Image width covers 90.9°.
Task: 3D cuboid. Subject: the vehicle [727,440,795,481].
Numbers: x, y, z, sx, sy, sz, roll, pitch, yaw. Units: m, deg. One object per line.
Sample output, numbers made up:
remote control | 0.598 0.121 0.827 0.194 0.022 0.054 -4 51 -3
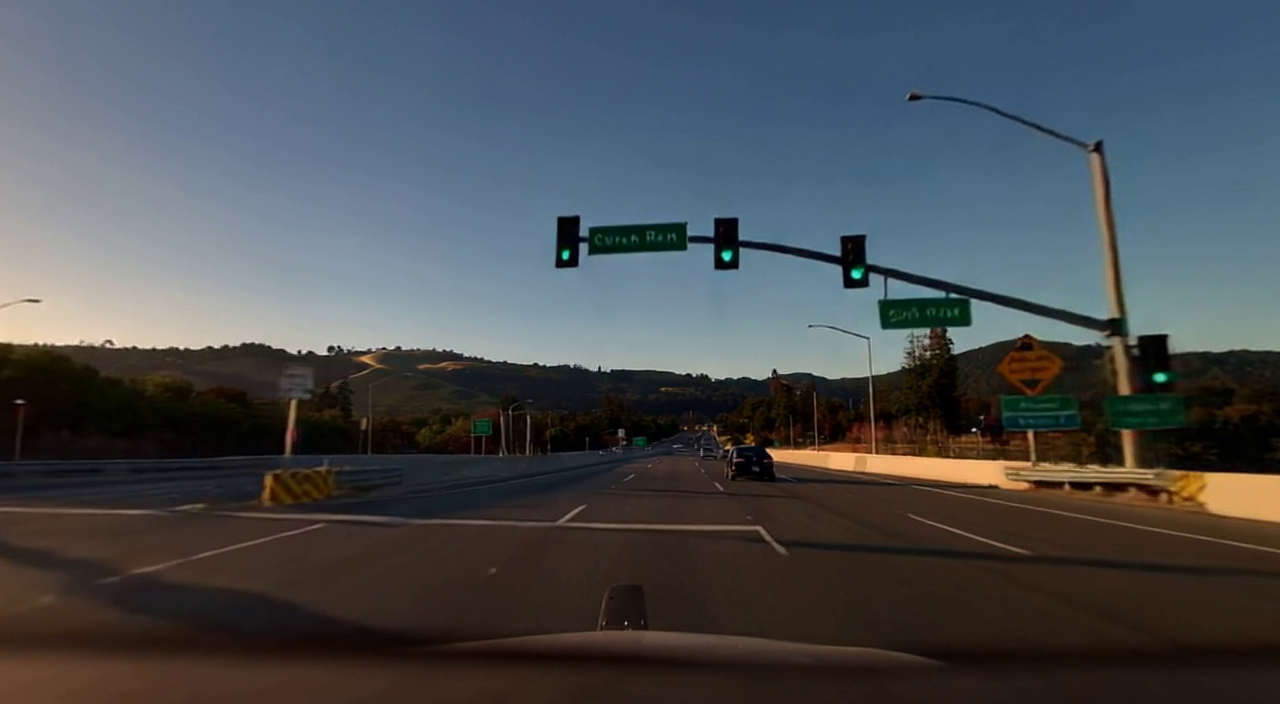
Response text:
vehicle | 4.663 4.253 24.993 1.916 1.469 4.481 0 -8 1
